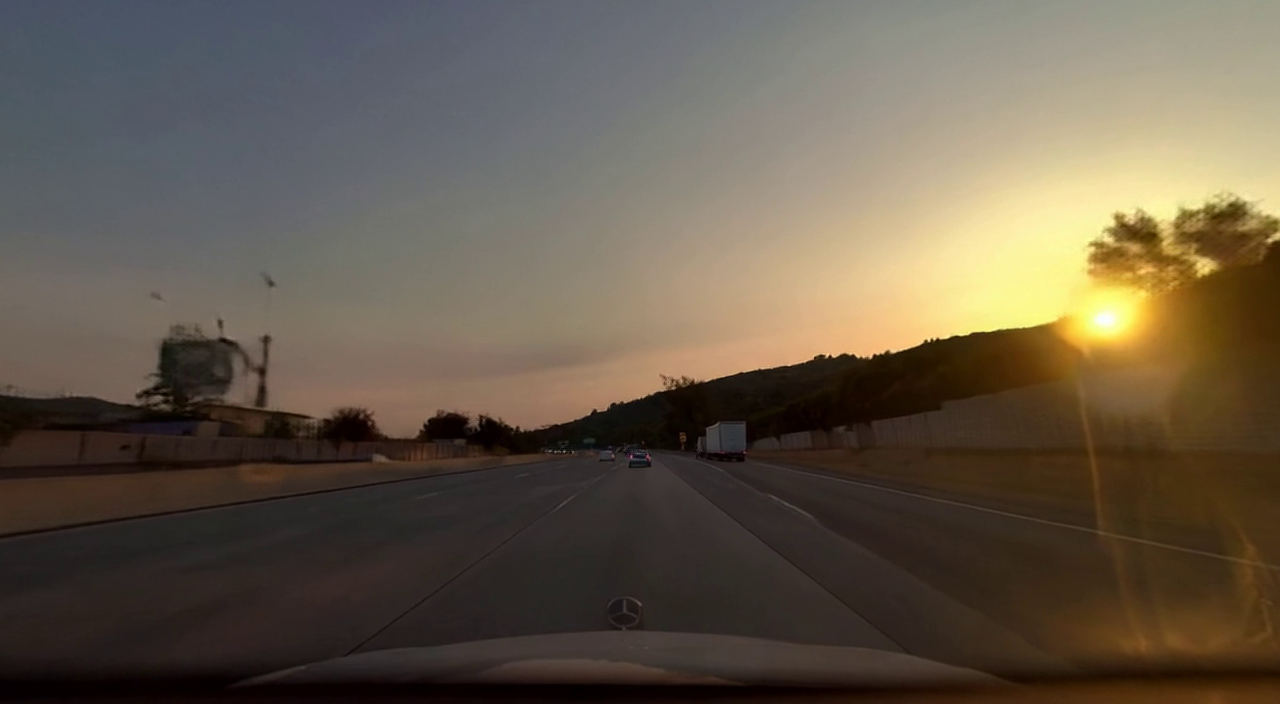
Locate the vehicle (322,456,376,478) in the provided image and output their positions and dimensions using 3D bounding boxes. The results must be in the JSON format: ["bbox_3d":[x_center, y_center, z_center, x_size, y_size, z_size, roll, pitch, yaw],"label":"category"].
[{"bbox_3d":[-20.398,8.069,44.399,1.920,1.418,3.923,0,-9,0],"label":"vehicle"}]
